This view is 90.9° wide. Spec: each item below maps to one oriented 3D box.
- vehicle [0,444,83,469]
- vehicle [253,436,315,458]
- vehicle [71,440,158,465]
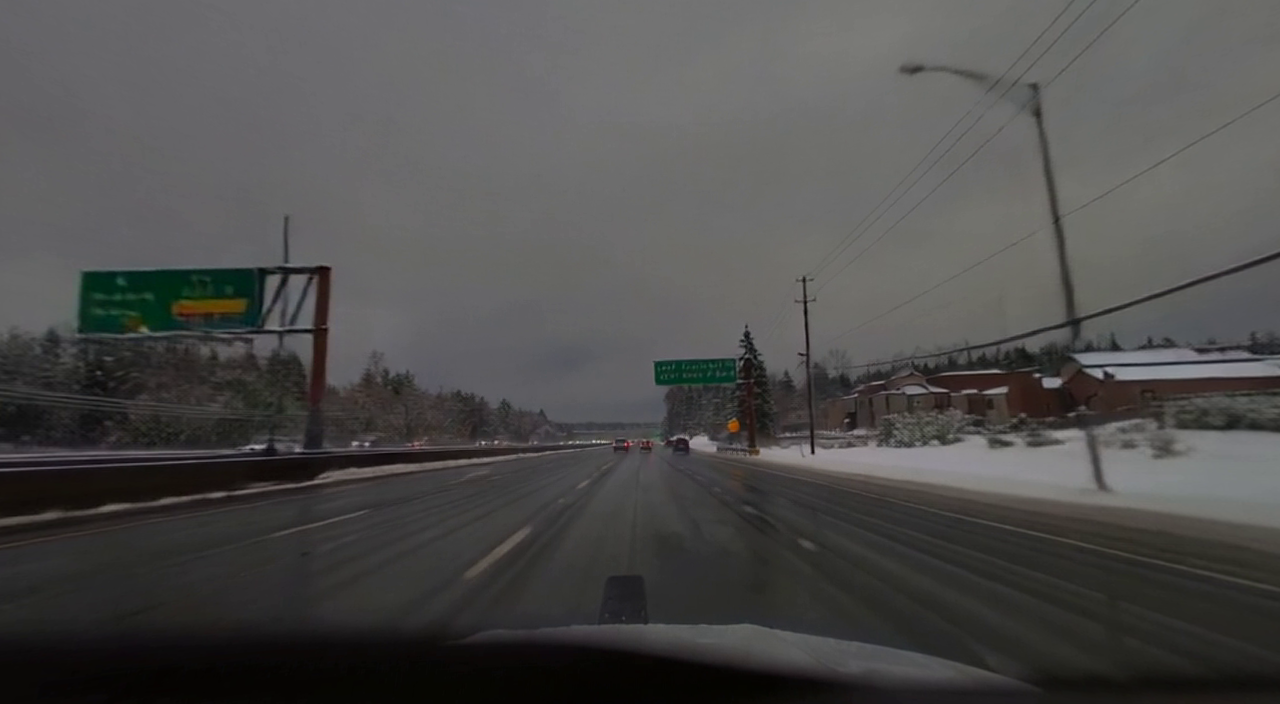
[{"bbox_3d":[-38.081,6.559,39.750,1.781,1.481,4.520,0,-8,0],"label":"vehicle"},{"bbox_3d":[-26.319,7.047,46.815,1.830,1.510,4.710,0,-8,0],"label":"vehicle"},{"bbox_3d":[-34.083,6.539,41.073,1.776,1.526,4.442,0,-8,0],"label":"vehicle"}]
